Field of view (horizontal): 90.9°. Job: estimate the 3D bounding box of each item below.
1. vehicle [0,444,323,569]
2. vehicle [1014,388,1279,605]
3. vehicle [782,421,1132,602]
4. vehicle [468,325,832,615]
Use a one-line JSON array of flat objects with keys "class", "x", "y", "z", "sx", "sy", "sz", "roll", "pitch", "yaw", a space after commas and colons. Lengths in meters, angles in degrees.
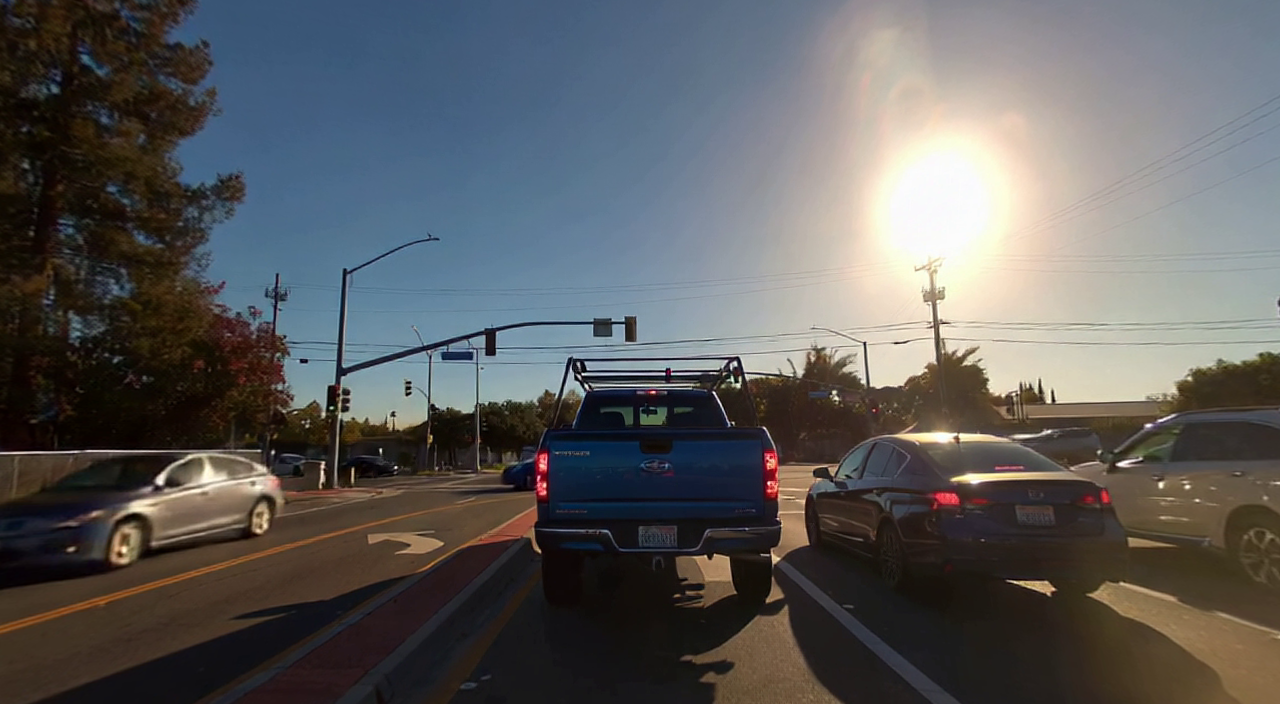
[{"class": "vehicle", "x": -8.032, "y": 2.410, "z": 10.865, "sx": 2.378, "sy": 1.611, "sz": 5.046, "roll": 0, "pitch": -8, "yaw": 2}, {"class": "vehicle", "x": 6.148, "y": 1.366, "z": 6.439, "sx": 1.982, "sy": 1.727, "sz": 4.352, "roll": 0, "pitch": -8, "yaw": 1}, {"class": "vehicle", "x": 3.112, "y": 1.638, "z": 7.357, "sx": 1.993, "sy": 1.495, "sz": 4.060, "roll": 0, "pitch": -8, "yaw": 1}, {"class": "vehicle", "x": 0.120, "y": 1.362, "z": 8.110, "sx": 2.831, "sy": 2.284, "sz": 6.149, "roll": 0, "pitch": -8, "yaw": 1}]
